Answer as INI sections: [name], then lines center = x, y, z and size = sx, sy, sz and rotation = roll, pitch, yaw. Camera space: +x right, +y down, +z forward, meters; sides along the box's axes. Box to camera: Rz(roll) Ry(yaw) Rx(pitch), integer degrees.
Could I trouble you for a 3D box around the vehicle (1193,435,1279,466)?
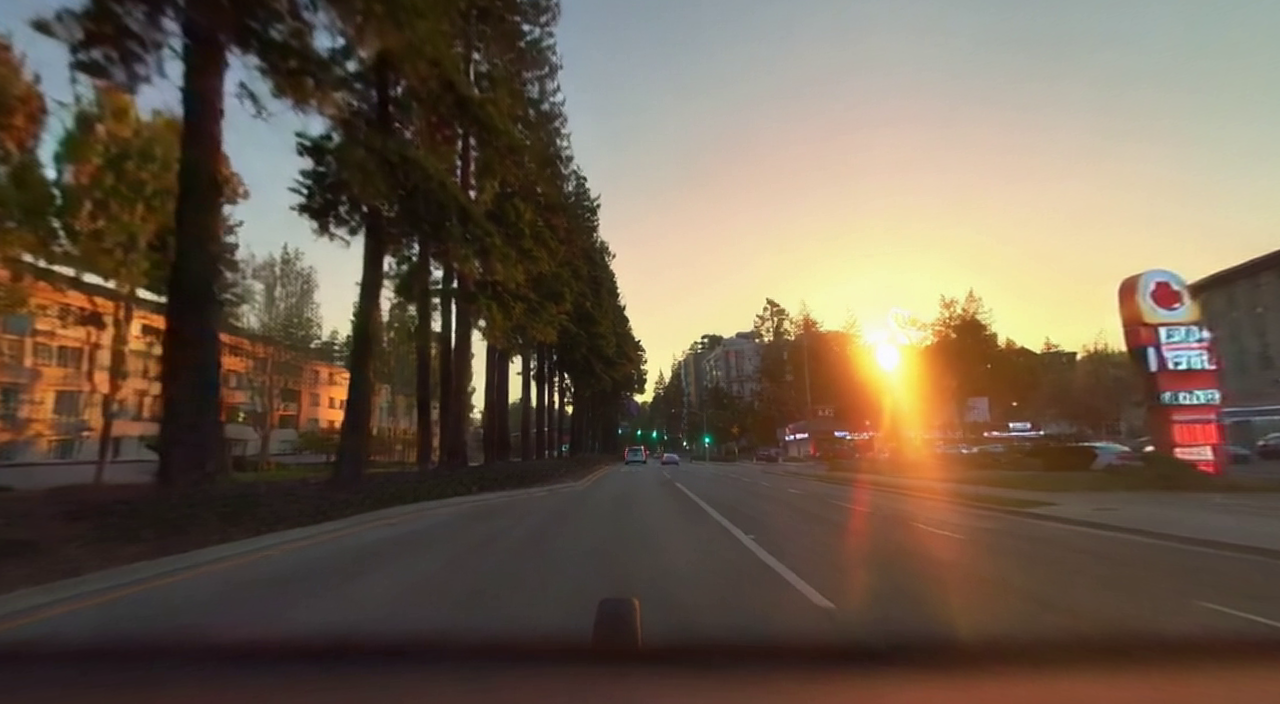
[vehicle]
center = 34.499, 5.503, 35.307
size = 2.054, 1.684, 4.845
rotation = 6, -10, -33
